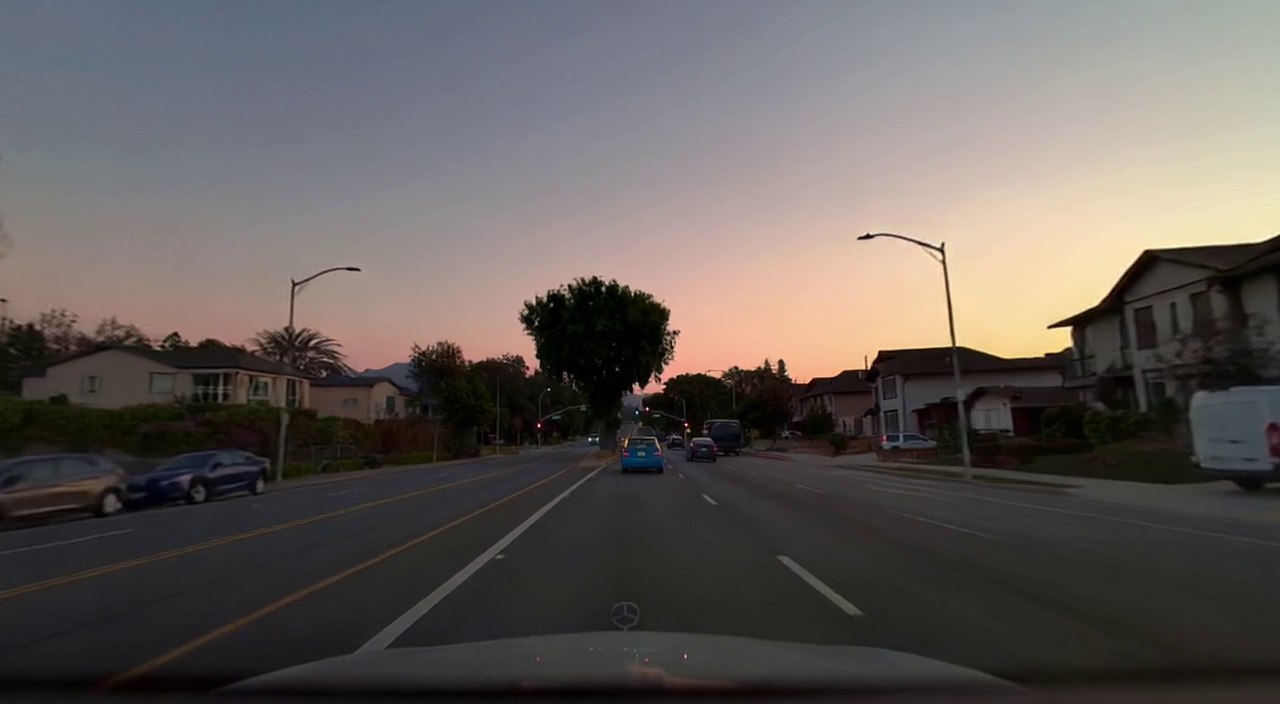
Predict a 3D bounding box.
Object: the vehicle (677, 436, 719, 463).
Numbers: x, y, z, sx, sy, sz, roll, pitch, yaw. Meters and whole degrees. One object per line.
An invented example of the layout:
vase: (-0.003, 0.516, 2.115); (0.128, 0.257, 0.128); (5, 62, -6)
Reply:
vehicle: (3.457, 5.954, 38.771); (2.161, 1.519, 4.568); (0, -8, 0)

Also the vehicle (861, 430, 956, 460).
vehicle: (15.172, 5.272, 35.848); (4.456, 1.520, 1.911); (-1, -8, -2)

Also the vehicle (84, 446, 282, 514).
vehicle: (-14.268, 3.960, 20.345); (2.078, 1.833, 5.666); (0, -8, 1)

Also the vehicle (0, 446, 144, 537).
vehicle: (-14.488, 3.122, 14.519); (2.140, 1.899, 4.900); (0, -8, 0)

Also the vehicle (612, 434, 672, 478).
vehicle: (0.029, 3.900, 23.878); (2.093, 1.497, 4.010); (0, -8, -1)

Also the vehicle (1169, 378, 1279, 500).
vehicle: (14.961, 1.806, 13.215); (5.696, 2.299, 2.292); (0, -9, -2)
